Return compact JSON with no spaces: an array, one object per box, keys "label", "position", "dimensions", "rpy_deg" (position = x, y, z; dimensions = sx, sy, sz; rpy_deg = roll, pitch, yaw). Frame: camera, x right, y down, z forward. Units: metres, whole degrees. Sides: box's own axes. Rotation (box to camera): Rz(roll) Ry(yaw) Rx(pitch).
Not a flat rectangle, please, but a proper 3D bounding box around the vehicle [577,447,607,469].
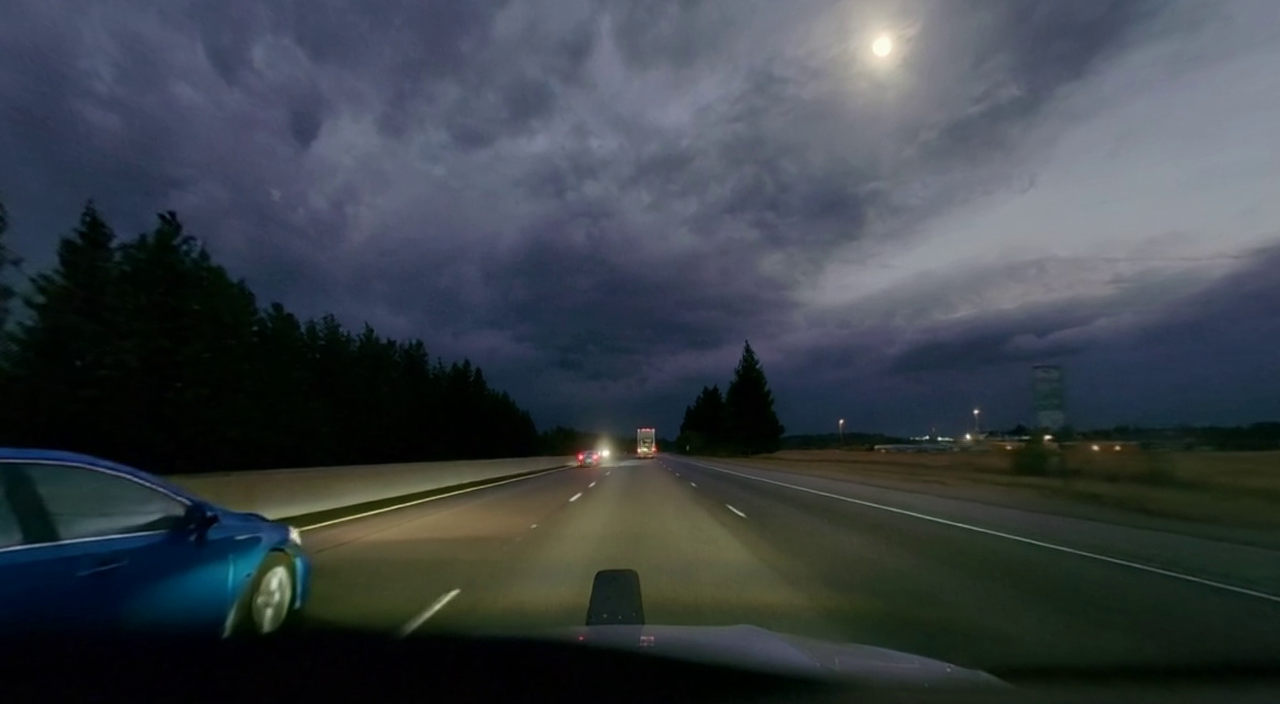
[{"label":"vehicle","position":[-3.577,7.954,47.273],"dimensions":[2.018,1.548,3.849],"rpy_deg":[0,-9,-1]}]
